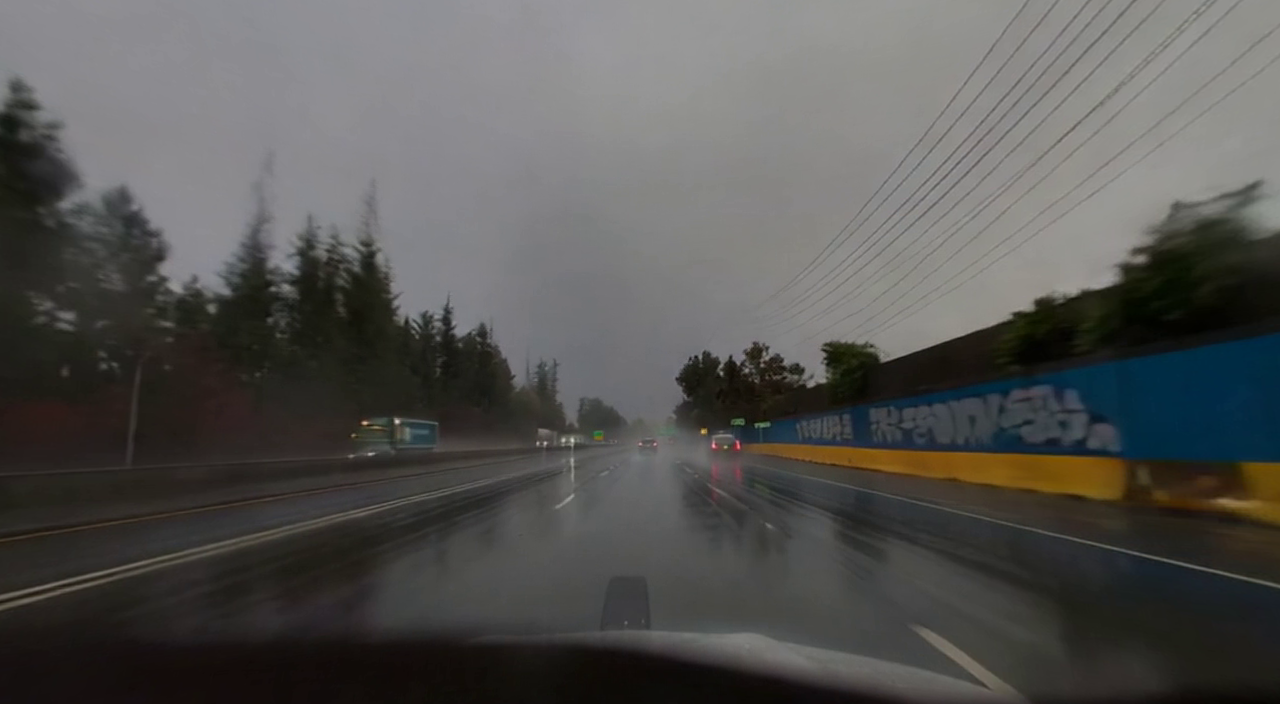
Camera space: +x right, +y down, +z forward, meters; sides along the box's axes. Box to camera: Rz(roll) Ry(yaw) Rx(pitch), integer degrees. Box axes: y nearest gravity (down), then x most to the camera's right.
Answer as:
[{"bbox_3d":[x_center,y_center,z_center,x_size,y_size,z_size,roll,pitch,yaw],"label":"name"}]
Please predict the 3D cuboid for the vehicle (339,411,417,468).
[{"bbox_3d":[-18.920,6.375,45.834,2.965,3.866,6.042,0,-8,0],"label":"vehicle"}]

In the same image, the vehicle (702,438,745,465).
[{"bbox_3d":[4.960,5.953,37.745,1.991,1.494,3.951,0,-8,0],"label":"vehicle"}]
